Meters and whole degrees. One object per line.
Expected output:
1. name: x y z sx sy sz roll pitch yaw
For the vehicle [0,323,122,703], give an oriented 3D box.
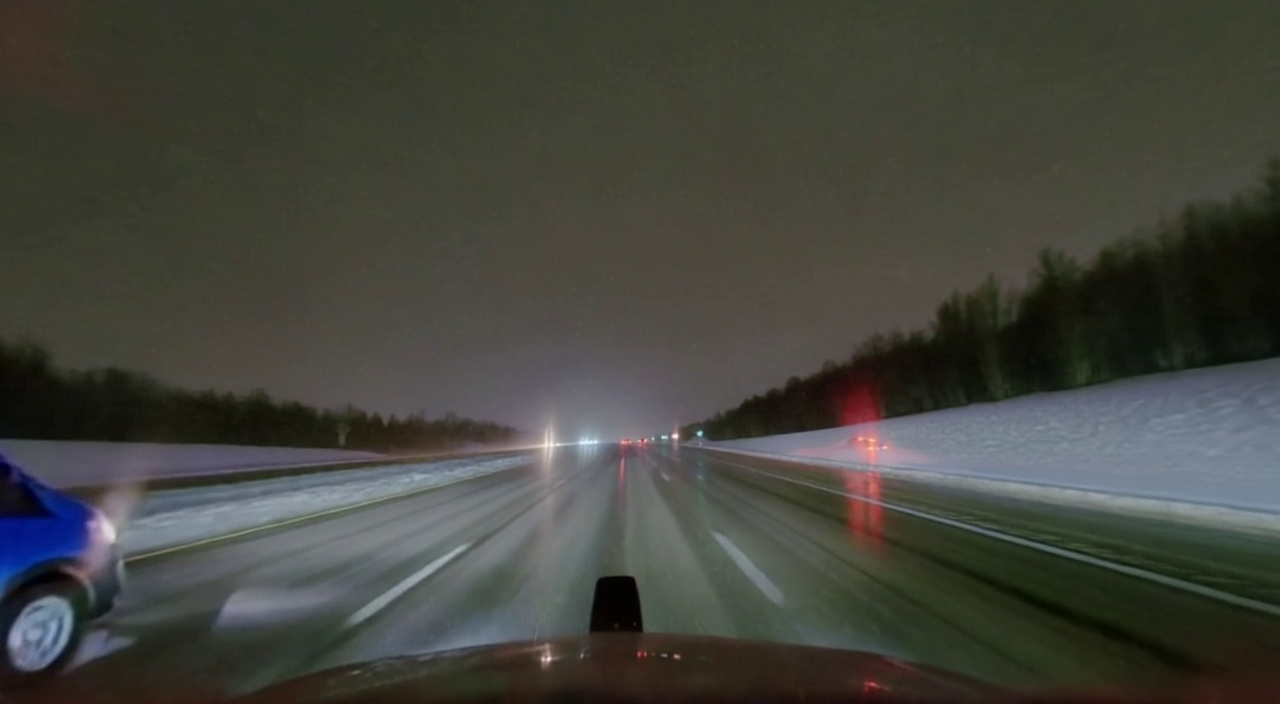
1. vehicle: -4.155 0.556 1.300 2.104 1.860 4.853 0 -8 -2
